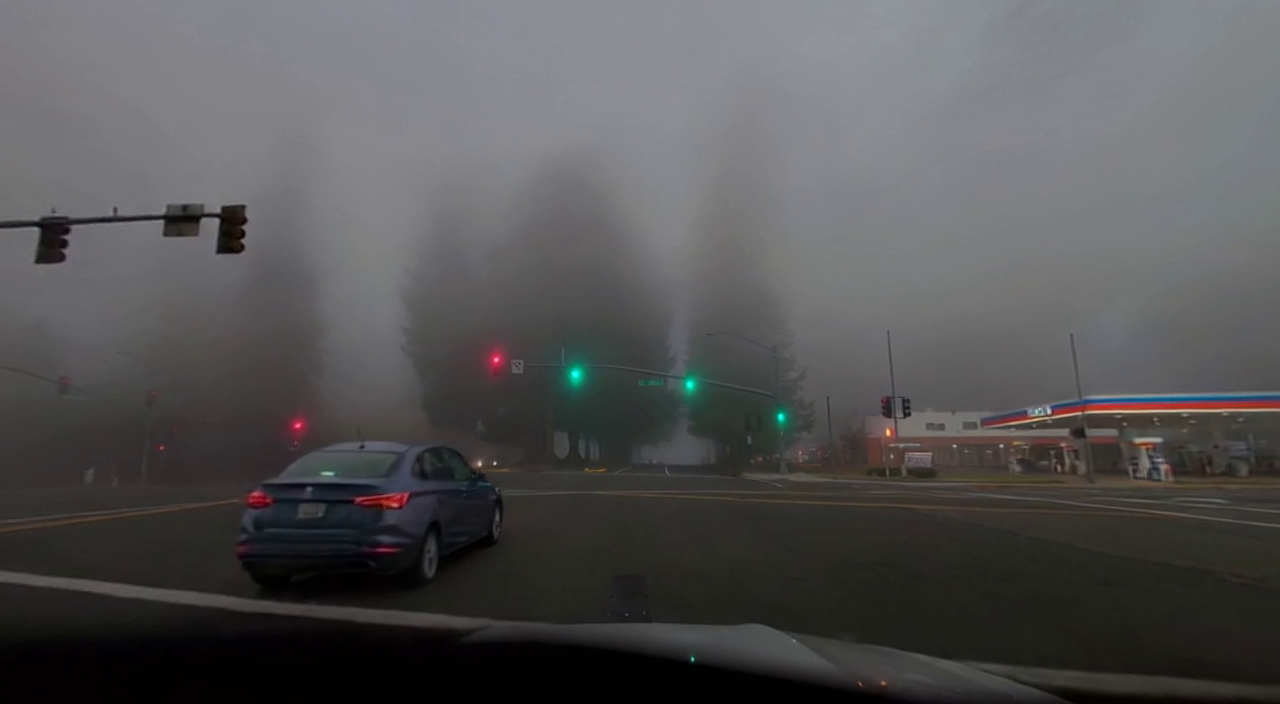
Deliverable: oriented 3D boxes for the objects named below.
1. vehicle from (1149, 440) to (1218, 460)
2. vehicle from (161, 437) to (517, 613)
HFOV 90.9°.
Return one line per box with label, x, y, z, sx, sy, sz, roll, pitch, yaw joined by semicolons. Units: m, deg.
vehicle;40.422;7.327;46.905;3.518;1.433;1.763;1;-9;-5
vehicle;-3.022;1.821;7.705;2.041;1.483;4.533;0;-9;1
